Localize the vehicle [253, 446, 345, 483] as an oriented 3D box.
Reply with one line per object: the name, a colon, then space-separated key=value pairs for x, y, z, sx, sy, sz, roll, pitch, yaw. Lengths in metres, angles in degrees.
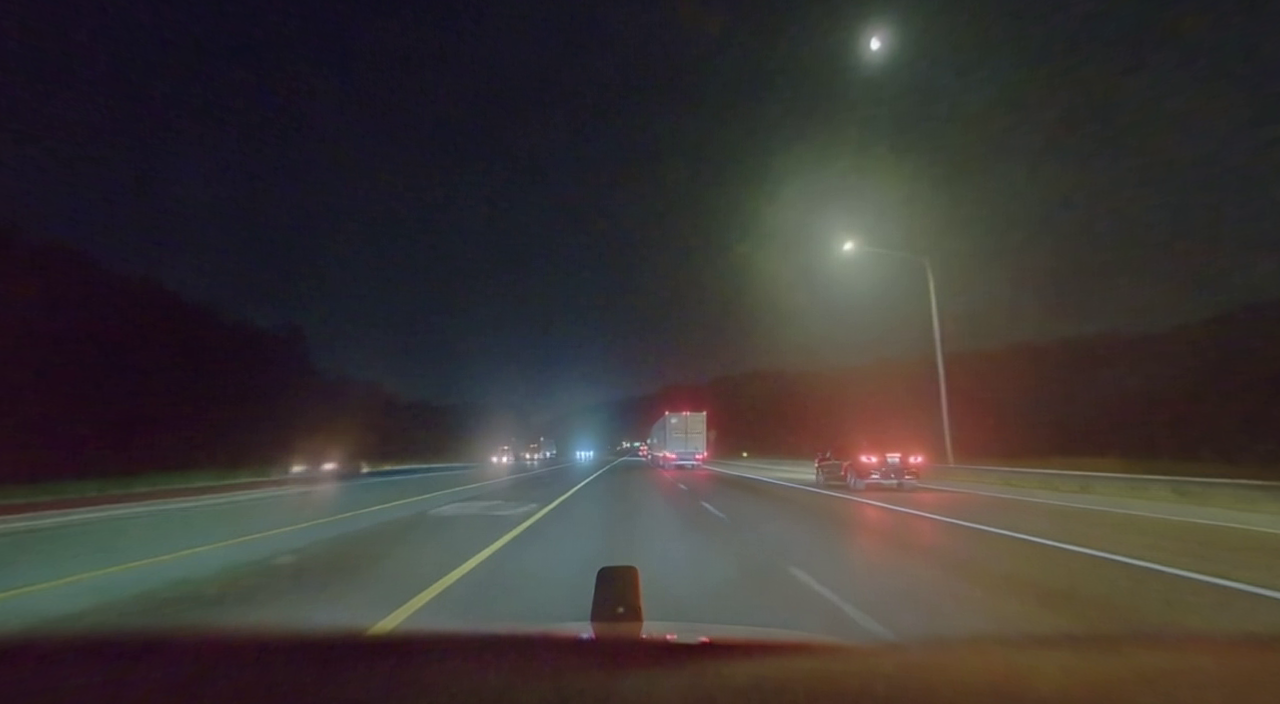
vehicle: x=-15.575 y=5.133 z=28.989 sx=1.870 sy=1.543 sz=4.152 roll=0 pitch=-9 yaw=0
